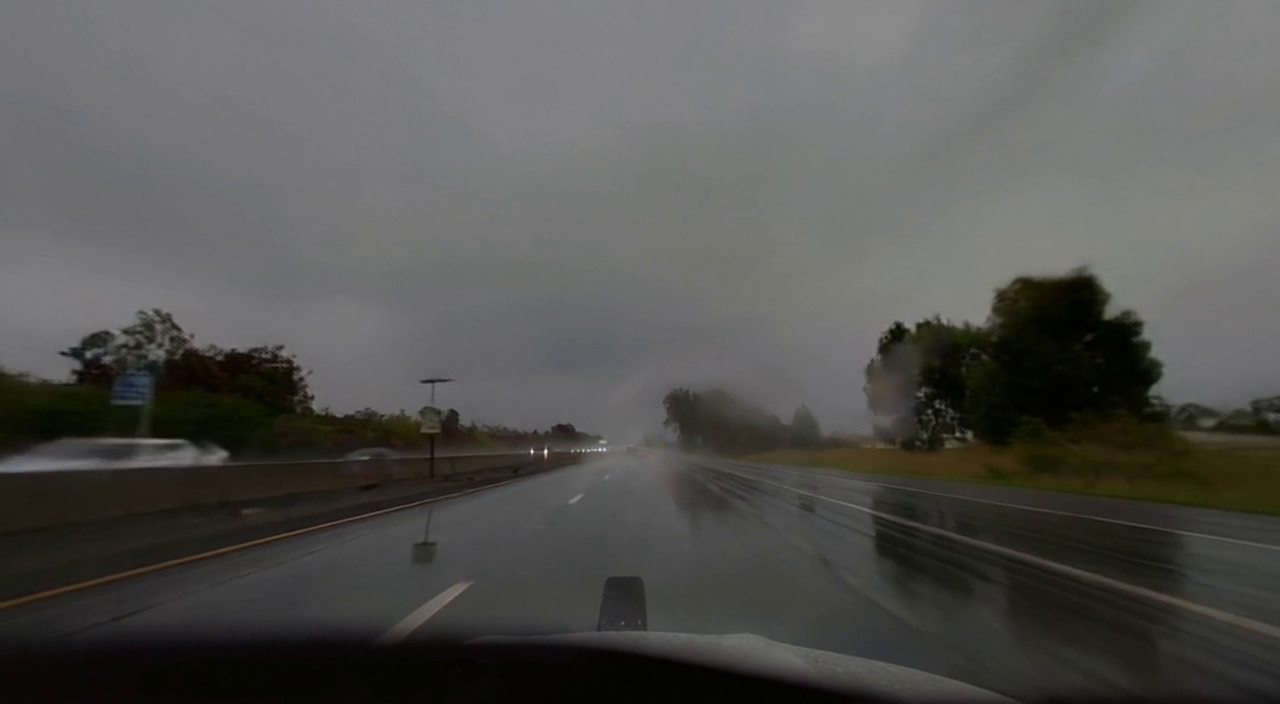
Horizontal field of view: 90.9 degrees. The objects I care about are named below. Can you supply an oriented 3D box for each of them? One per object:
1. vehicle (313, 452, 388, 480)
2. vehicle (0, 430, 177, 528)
[{"bbox_3d":[-16.185,6.361,35.500,2.046,1.460,4.426,0,-9,1],"label":"vehicle"},{"bbox_3d":[-12.125,2.422,12.341,2.262,1.676,4.984,0,-9,1],"label":"vehicle"}]
